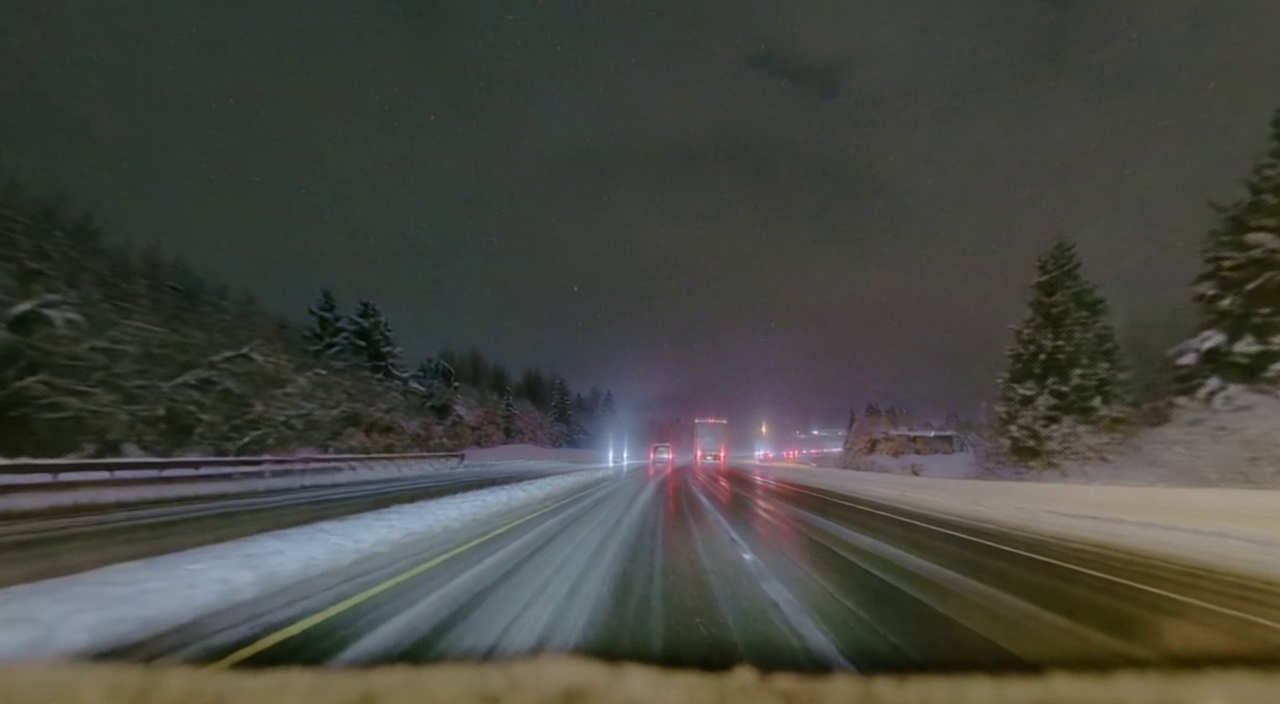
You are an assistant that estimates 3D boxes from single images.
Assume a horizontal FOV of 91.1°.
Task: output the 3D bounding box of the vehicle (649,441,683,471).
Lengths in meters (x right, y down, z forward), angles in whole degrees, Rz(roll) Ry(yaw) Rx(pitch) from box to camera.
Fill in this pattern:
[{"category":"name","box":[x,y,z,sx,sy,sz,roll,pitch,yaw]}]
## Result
[{"category":"vehicle","box":[2.017,7.806,47.378,2.271,2.049,4.894,-1,-9,5]}]
